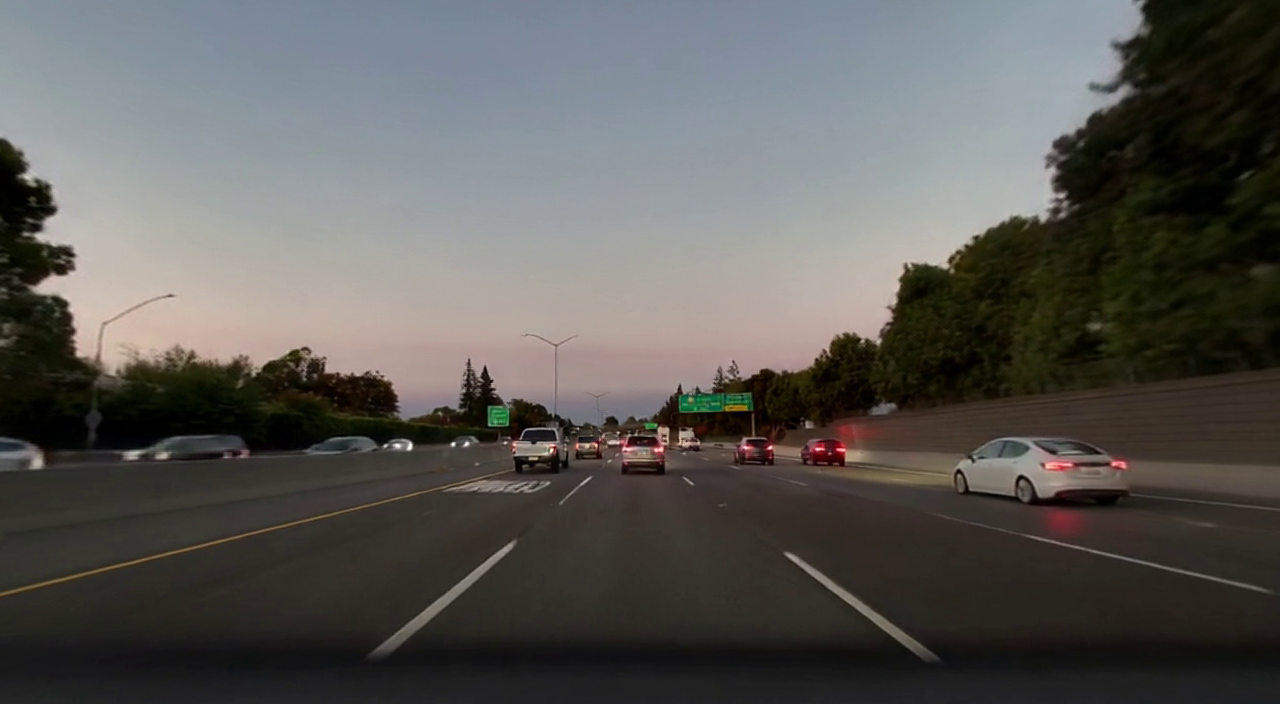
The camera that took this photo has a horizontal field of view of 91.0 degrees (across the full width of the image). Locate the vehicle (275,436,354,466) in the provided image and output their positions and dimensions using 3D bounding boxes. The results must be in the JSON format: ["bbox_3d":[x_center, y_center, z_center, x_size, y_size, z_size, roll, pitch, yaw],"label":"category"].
[{"bbox_3d":[-17.807,5.427,34.720,1.892,1.504,4.406,0,-8,1],"label":"vehicle"}]

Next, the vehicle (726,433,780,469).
[{"bbox_3d":[5.629,5.014,31.950,2.022,1.682,4.226,0,-8,1],"label":"vehicle"}]

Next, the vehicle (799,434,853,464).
[{"bbox_3d":[11.672,6.091,39.776,2.010,1.765,4.375,0,-8,0],"label":"vehicle"}]

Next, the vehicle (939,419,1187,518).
[{"bbox_3d":[7.705,2.152,12.075,1.989,1.569,3.964,0,-8,0],"label":"vehicle"}]

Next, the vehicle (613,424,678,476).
[{"bbox_3d":[0.197,3.581,23.104,2.181,1.728,3.970,0,-8,1],"label":"vehicle"}]

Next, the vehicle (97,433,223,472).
[{"bbox_3d":[-21.630,4.544,28.664,2.062,1.609,4.552,0,-8,1],"label":"vehicle"}]

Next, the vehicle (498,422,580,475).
[{"bbox_3d":[-3.642,3.614,23.639,2.199,1.777,4.790,0,-8,1],"label":"vehicle"}]
